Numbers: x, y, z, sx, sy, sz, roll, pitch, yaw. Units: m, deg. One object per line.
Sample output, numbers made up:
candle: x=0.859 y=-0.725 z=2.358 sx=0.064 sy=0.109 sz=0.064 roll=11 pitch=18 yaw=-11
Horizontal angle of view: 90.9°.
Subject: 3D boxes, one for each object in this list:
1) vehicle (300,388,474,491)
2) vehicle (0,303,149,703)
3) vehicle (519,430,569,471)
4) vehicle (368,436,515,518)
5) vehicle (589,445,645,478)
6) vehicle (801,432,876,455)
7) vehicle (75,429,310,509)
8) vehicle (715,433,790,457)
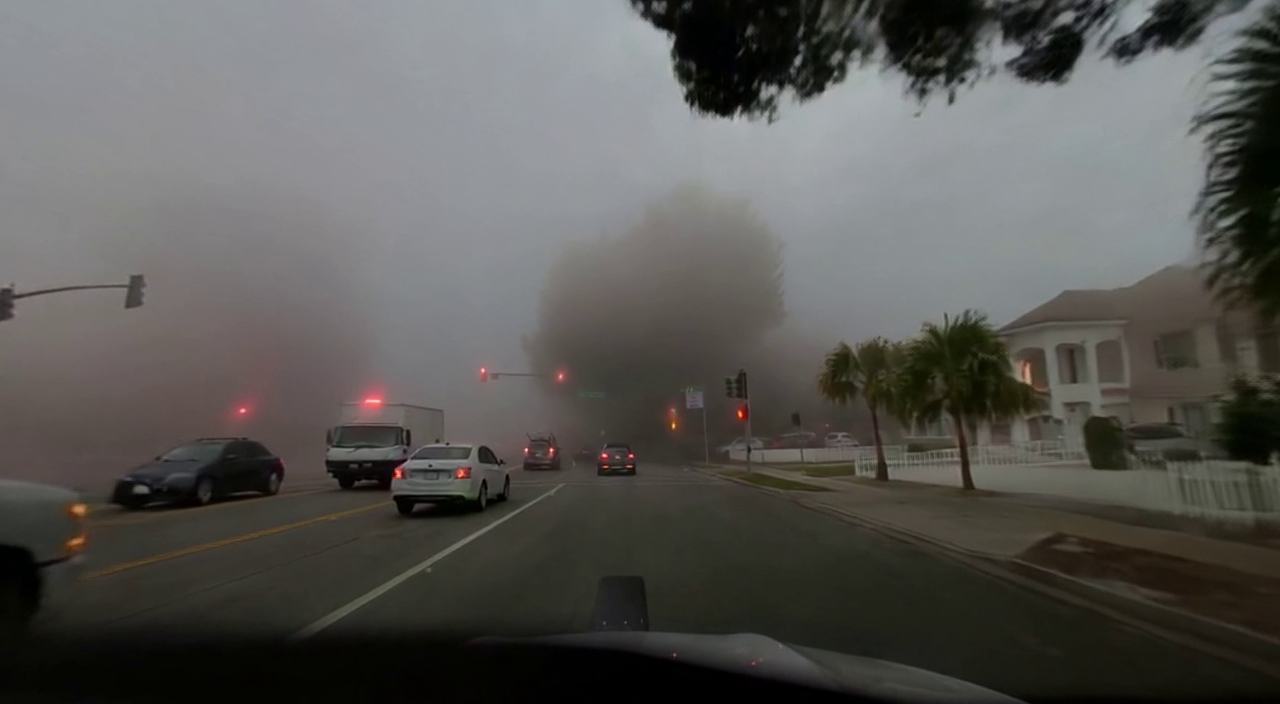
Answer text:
vehicle: x=-7.608 y=2.812 z=20.140 sx=2.821 sy=2.701 sz=6.721 roll=0 pitch=-8 yaw=-1
vehicle: x=-3.988 y=0.500 z=1.132 sx=2.144 sy=1.877 sz=4.899 roll=-1 pitch=-8 yaw=2
vehicle: x=-4.797 y=4.987 z=32.093 sx=2.032 sy=1.852 sz=4.571 roll=-1 pitch=-8 yaw=-3
vehicle: x=-3.961 y=2.544 z=13.398 sx=1.709 sy=1.425 sz=4.337 roll=-1 pitch=-8 yaw=0
vehicle: x=-1.003 y=4.461 z=26.034 sx=2.131 sy=1.222 sz=3.868 roll=0 pitch=-8 yaw=-4
vehicle: x=13.933 y=6.421 z=44.353 sx=4.615 sy=1.555 sz=2.021 roll=2 pitch=-9 yaw=-16
vehicle: x=-10.879 y=2.871 z=16.027 sx=2.364 sy=1.648 sz=5.116 roll=0 pitch=-8 yaw=-2
vehicle: x=8.099 y=6.696 z=45.444 sx=4.742 sy=1.690 sz=2.218 roll=3 pitch=-9 yaw=-19
